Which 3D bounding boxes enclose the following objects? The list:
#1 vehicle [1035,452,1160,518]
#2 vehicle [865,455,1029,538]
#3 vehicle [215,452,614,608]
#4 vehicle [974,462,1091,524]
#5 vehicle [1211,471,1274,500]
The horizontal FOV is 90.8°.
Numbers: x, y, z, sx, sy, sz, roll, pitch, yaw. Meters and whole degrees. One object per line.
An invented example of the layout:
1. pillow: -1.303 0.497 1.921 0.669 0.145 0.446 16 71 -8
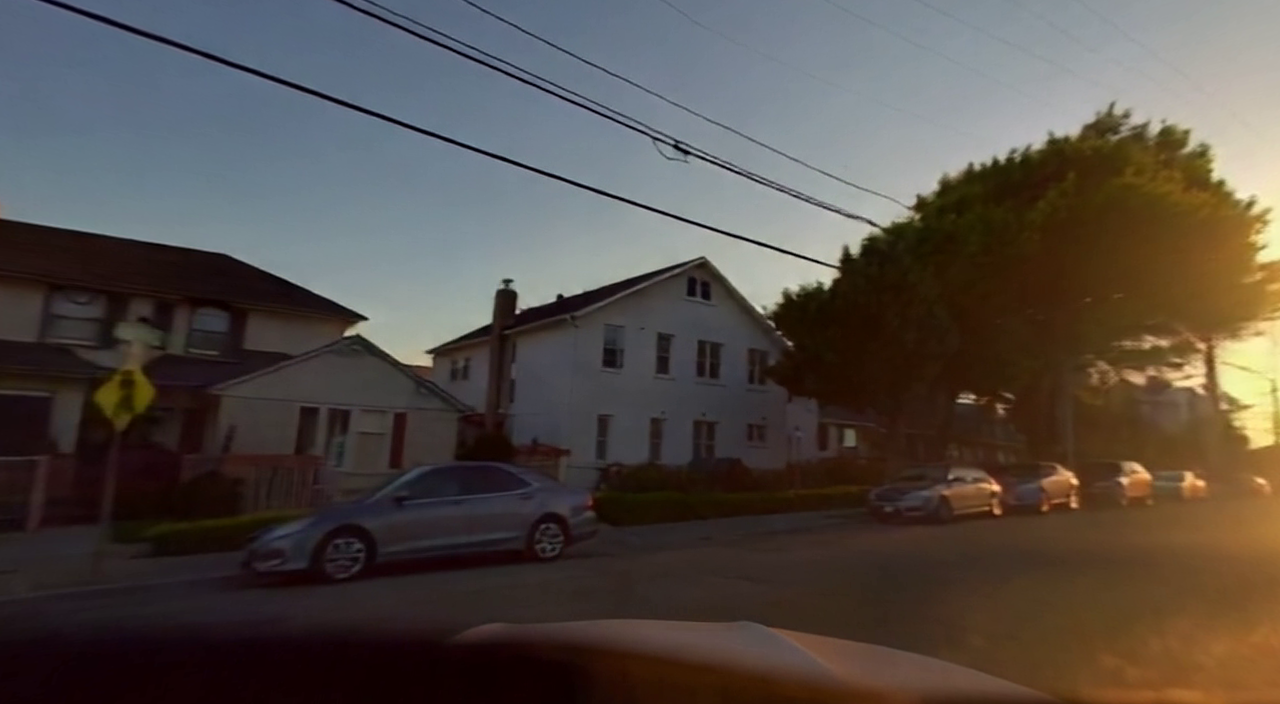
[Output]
1. vehicle: 15.971 4.519 21.969 4.713 1.923 2.034 6 -10 -36
2. vehicle: 7.881 3.534 16.074 4.442 1.675 1.909 6 -10 -38
3. vehicle: -2.670 2.056 8.167 4.469 1.391 1.746 6 -12 -38
4. vehicle: 11.790 4.137 18.904 3.648 1.502 1.745 6 -10 -38
5. vehicle: 34.570 7.608 36.213 4.357 1.359 1.958 6 -10 -39
